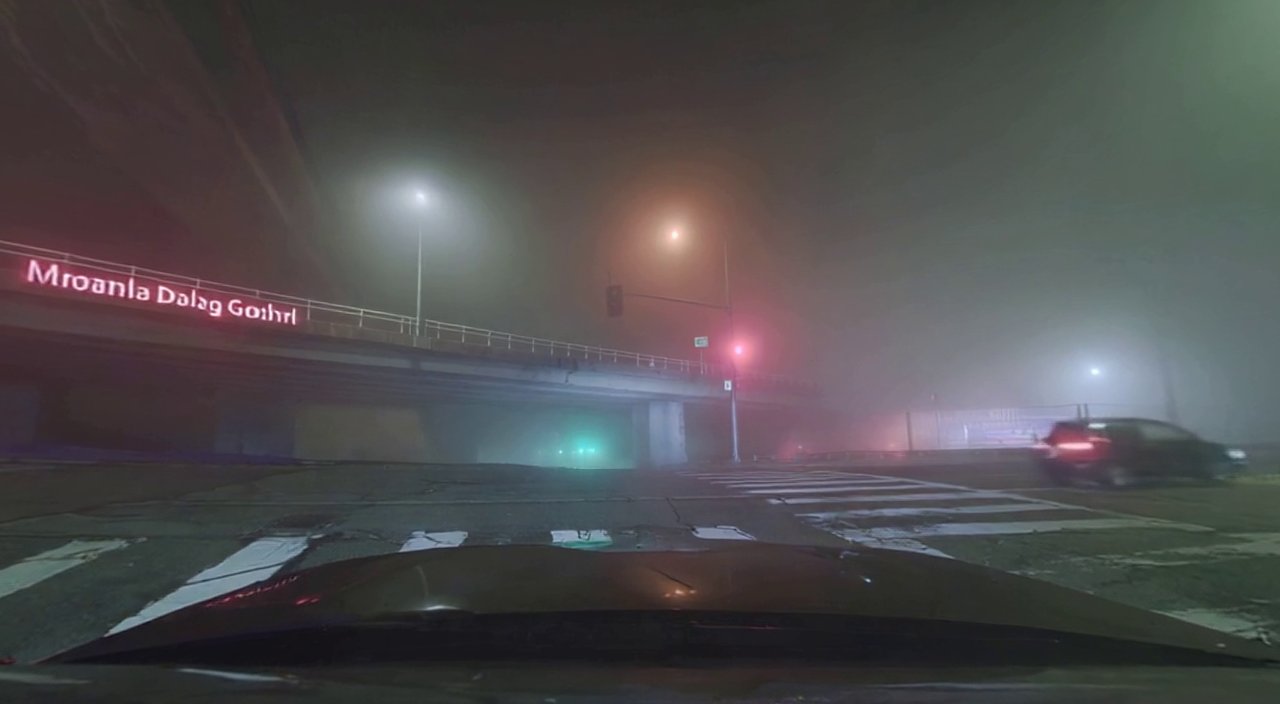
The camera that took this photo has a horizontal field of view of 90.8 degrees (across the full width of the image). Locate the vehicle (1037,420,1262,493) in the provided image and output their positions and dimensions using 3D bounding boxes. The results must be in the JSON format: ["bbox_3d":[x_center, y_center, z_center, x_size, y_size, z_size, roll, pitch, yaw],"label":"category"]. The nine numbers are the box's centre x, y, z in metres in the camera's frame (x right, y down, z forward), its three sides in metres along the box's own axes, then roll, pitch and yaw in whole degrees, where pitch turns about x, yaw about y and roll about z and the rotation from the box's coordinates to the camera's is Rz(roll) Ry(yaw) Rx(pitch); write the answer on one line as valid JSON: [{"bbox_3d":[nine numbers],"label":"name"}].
[{"bbox_3d":[12.245,2.510,15.367,3.897,1.637,1.832,0,-9,-3],"label":"vehicle"}]
